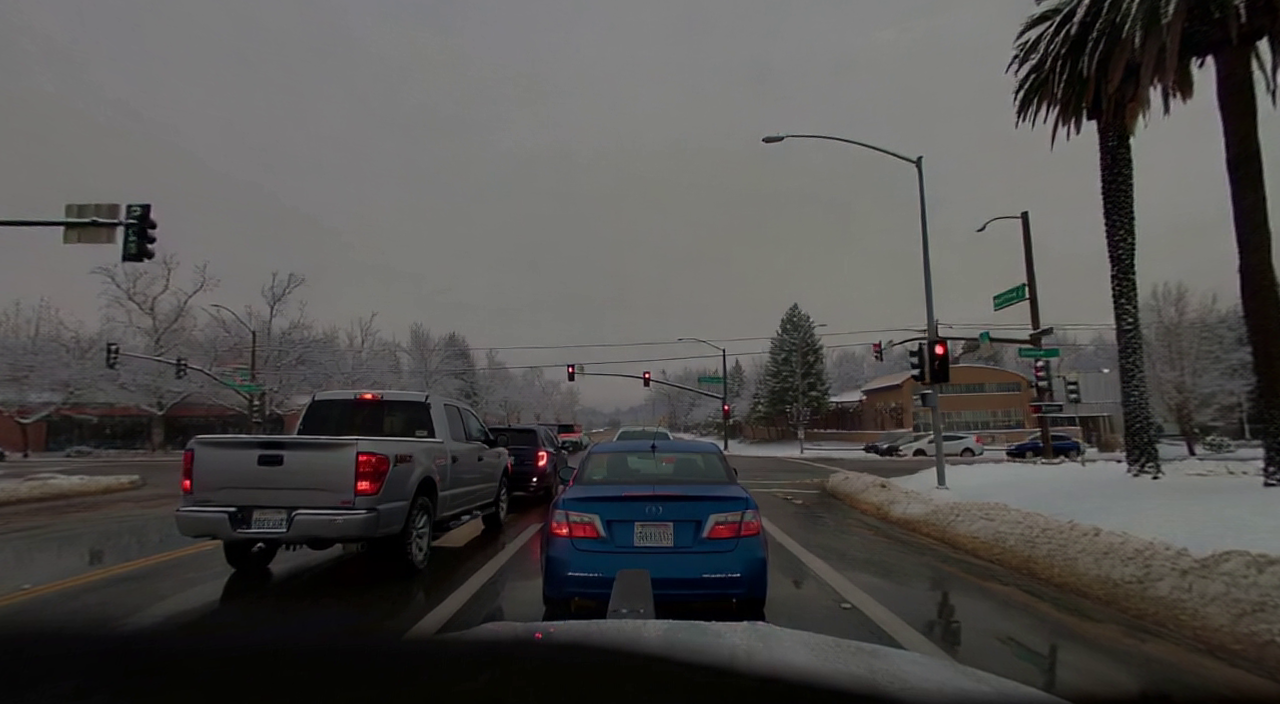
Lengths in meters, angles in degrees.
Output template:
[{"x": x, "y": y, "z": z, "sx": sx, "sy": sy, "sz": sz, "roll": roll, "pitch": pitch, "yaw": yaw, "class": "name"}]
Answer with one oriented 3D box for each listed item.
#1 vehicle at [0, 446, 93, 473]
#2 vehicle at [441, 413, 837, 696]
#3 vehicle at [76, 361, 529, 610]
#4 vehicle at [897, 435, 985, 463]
[{"x": -37.087, "y": 6.634, "z": 38.845, "sx": 4.576, "sy": 1.617, "sz": 1.937, "roll": 0, "pitch": -8, "yaw": 2, "class": "vehicle"}, {"x": 0.028, "y": 1.399, "z": 5.528, "sx": 2.122, "sy": 1.501, "sz": 4.152, "roll": 0, "pitch": -8, "yaw": 1, "class": "vehicle"}, {"x": -3.233, "y": 1.475, "z": 7.923, "sx": 2.330, "sy": 1.969, "sz": 5.626, "roll": -1, "pitch": -8, "yaw": 3, "class": "vehicle"}, {"x": 18.781, "y": 6.070, "z": 39.311, "sx": 4.466, "sy": 1.717, "sz": 1.963, "roll": 0, "pitch": -8, "yaw": 2, "class": "vehicle"}]
